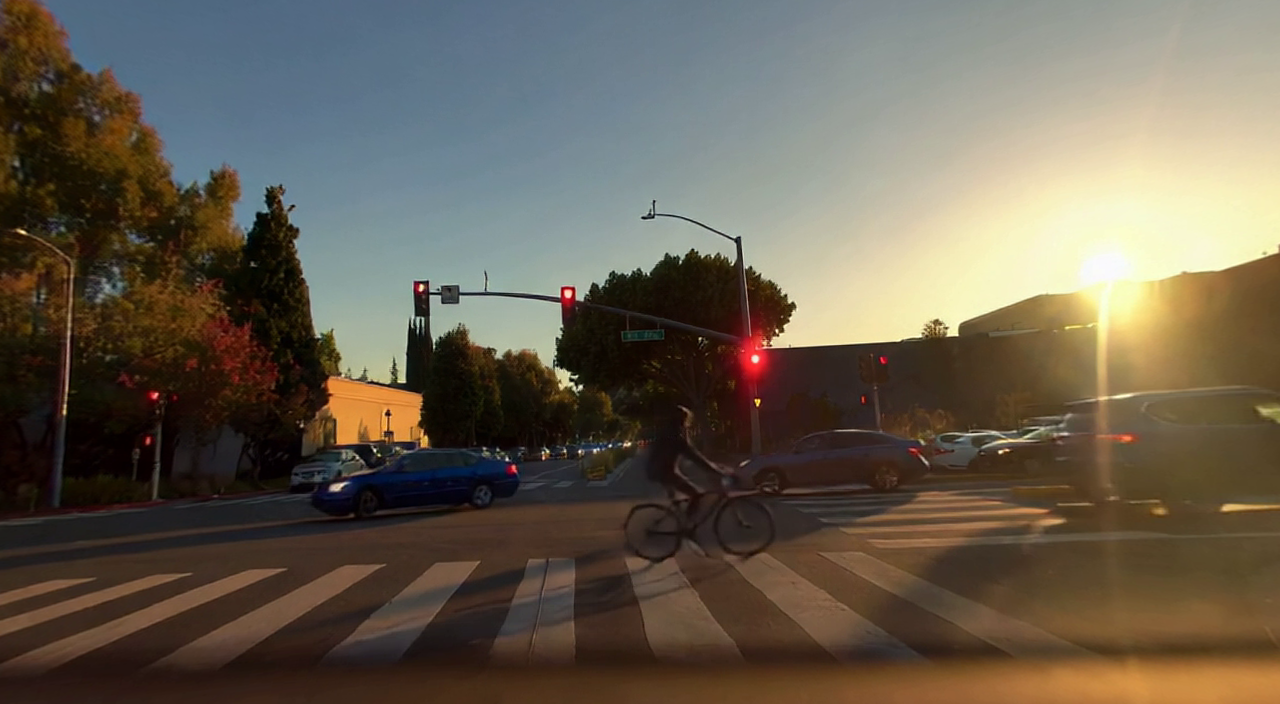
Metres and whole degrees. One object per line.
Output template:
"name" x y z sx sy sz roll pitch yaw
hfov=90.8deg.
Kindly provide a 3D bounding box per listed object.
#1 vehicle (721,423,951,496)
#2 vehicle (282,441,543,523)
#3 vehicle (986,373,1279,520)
"vehicle" 4.019 2.340 13.677 4.385 1.419 1.855 -1 -10 4
"vehicle" -4.374 2.521 12.662 4.533 1.419 1.755 3 -9 -18
"vehicle" 8.351 1.327 9.296 5.122 1.781 2.098 -4 -9 4
